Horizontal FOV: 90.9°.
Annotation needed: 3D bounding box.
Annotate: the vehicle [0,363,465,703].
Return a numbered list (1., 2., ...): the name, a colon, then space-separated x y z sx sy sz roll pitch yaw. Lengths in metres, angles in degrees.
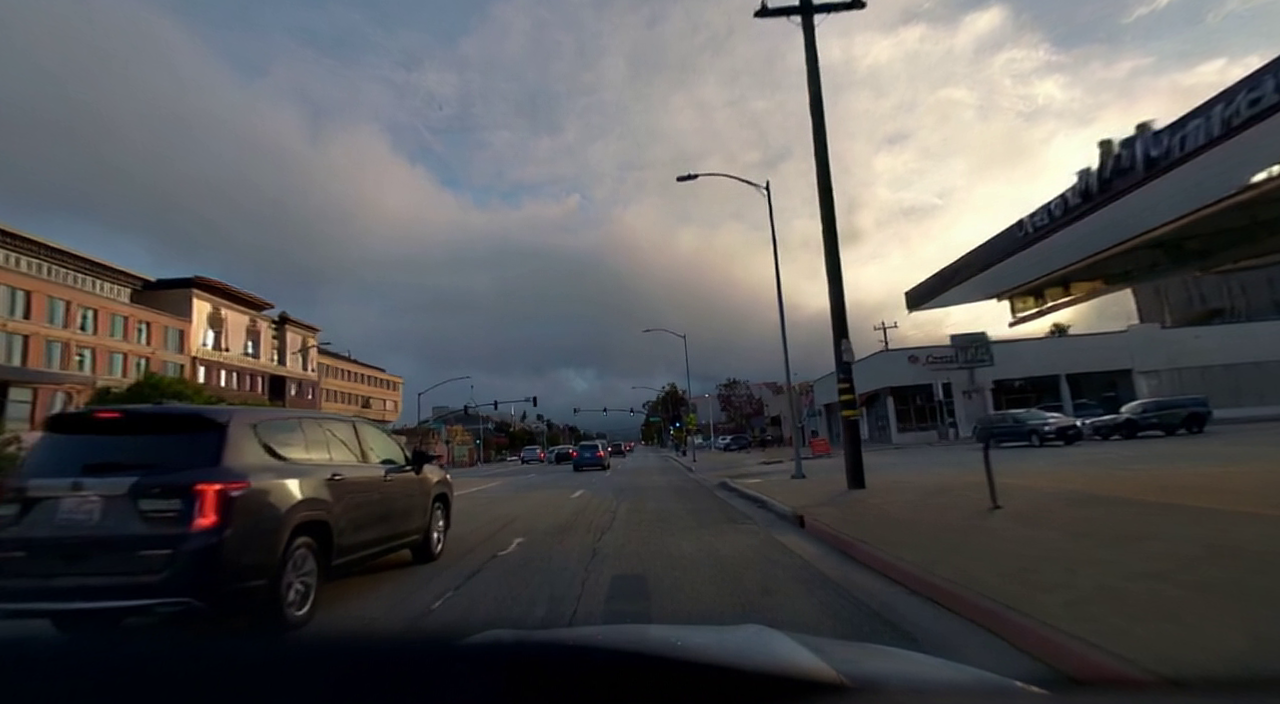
1. vehicle: -3.427 1.283 5.601 2.277 1.743 4.893 0 -8 1

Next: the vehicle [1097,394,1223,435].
1. vehicle: 24.784 3.079 30.324 1.903 1.700 4.934 -1 -8 1

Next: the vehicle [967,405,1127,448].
1. vehicle: 15.135 2.825 23.656 4.573 1.532 1.983 0 -8 0

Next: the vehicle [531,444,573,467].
1. vehicle: -5.945 7.025 43.107 2.030 1.488 4.650 -1 -8 2
